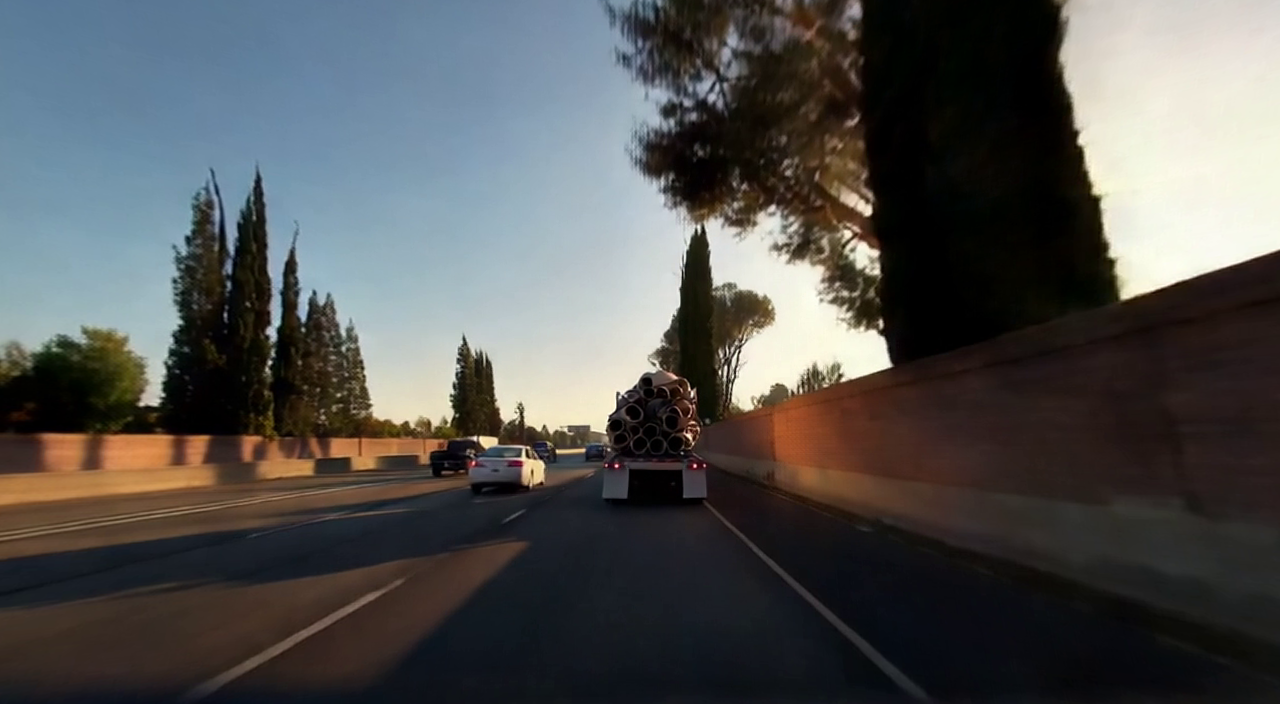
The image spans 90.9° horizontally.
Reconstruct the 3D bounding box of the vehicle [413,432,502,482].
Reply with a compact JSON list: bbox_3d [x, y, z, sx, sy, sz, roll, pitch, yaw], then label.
[{"bbox_3d":[-7.437,4.335,26.317,2.164,1.874,5.004,0,-8,1],"label":"vehicle"}]

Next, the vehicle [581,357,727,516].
[{"bbox_3d":[0.308,2.241,16.483,2.798,3.071,8.412,0,-8,1],"label":"vehicle"}]

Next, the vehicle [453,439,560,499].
[{"bbox_3d":[-3.648,3.282,18.156,1.974,1.475,4.538,0,-8,1],"label":"vehicle"}]
